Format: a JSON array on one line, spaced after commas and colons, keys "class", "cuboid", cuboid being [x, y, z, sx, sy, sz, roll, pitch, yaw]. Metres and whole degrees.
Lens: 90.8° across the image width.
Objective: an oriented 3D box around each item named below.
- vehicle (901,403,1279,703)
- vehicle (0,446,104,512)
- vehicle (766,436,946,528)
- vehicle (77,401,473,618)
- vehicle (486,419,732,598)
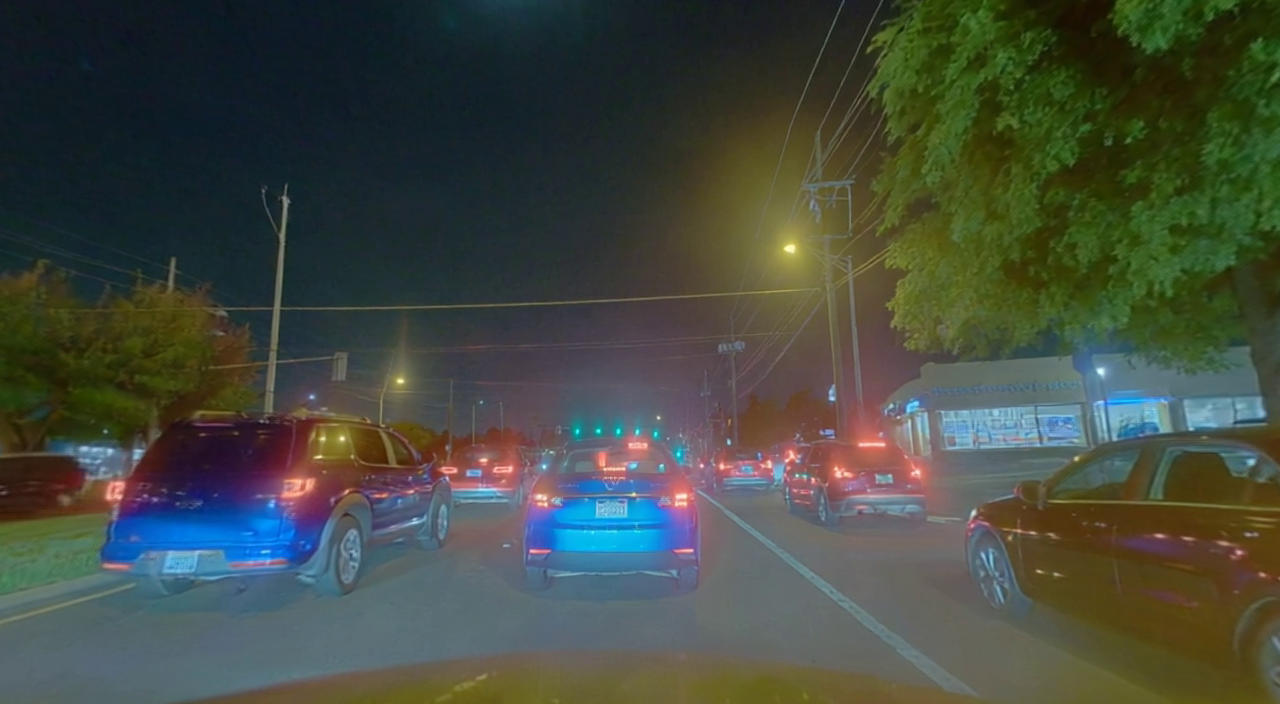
[{"class": "vehicle", "cuboid": [3.661, 1.185, 4.139, 1.929, 1.479, 4.723, 0, -9, 1]}, {"class": "vehicle", "cuboid": [-20.580, 4.084, 20.662, 1.883, 2.020, 4.700, 0, -8, 1]}, {"class": "vehicle", "cuboid": [3.933, 2.427, 12.412, 1.909, 1.473, 4.361, 0, -9, -1]}, {"class": "vehicle", "cuboid": [-3.453, 1.556, 7.185, 1.979, 1.697, 4.254, 0, -9, -1]}, {"class": "vehicle", "cuboid": [-0.324, 1.631, 7.397, 2.097, 1.511, 3.809, 0, -9, -2]}]
